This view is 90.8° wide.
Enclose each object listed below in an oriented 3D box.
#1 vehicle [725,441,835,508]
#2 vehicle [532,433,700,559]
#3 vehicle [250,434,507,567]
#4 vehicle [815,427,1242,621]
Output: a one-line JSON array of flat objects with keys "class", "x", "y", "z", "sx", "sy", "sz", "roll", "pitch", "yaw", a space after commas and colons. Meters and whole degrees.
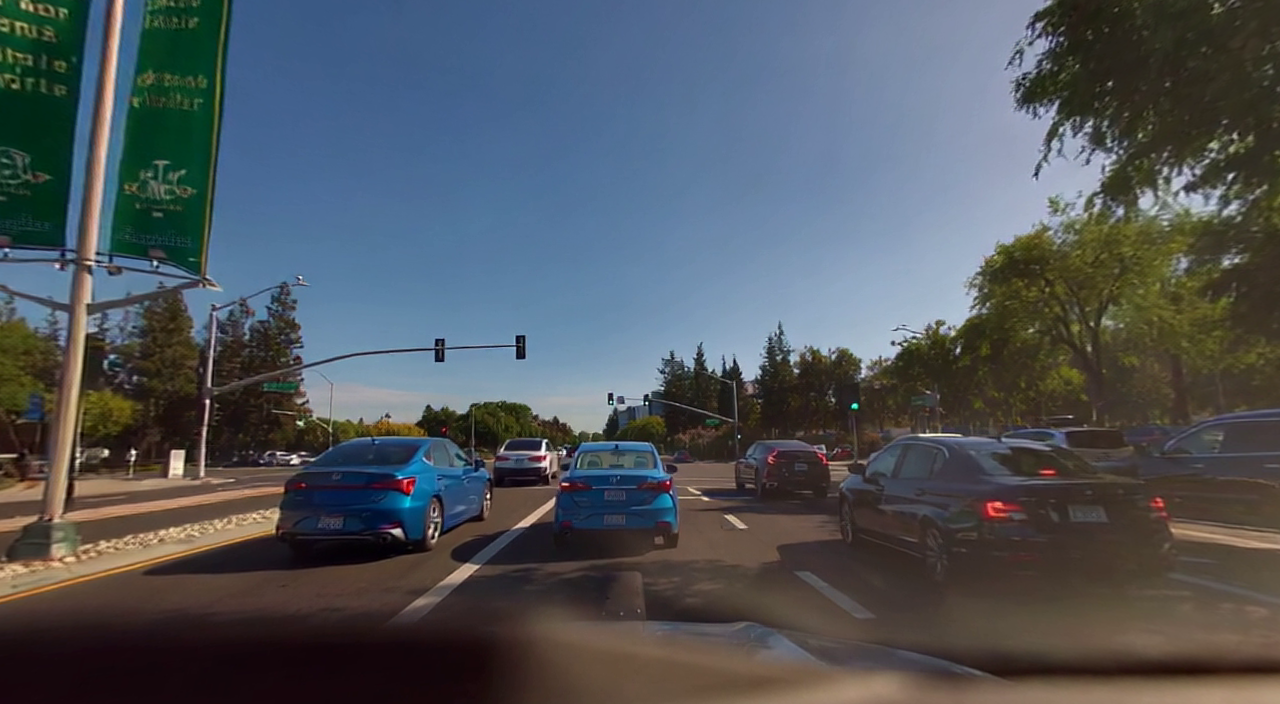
[{"class": "vehicle", "x": 3.423, "y": 3.049, "z": 16.215, "sx": 1.852, "sy": 1.498, "sz": 3.825, "roll": 0, "pitch": -8, "yaw": -1}, {"class": "vehicle", "x": -0.303, "y": 1.985, "z": 9.400, "sx": 1.994, "sy": 1.479, "sz": 3.647, "roll": 0, "pitch": -8, "yaw": -1}, {"class": "vehicle", "x": -3.360, "y": 1.966, "z": 9.167, "sx": 1.929, "sy": 1.457, "sz": 4.136, "roll": 0, "pitch": -8, "yaw": 0}, {"class": "vehicle", "x": 3.617, "y": 1.657, "z": 7.151, "sx": 1.953, "sy": 1.471, "sz": 4.470, "roll": 0, "pitch": -8, "yaw": 0}]
